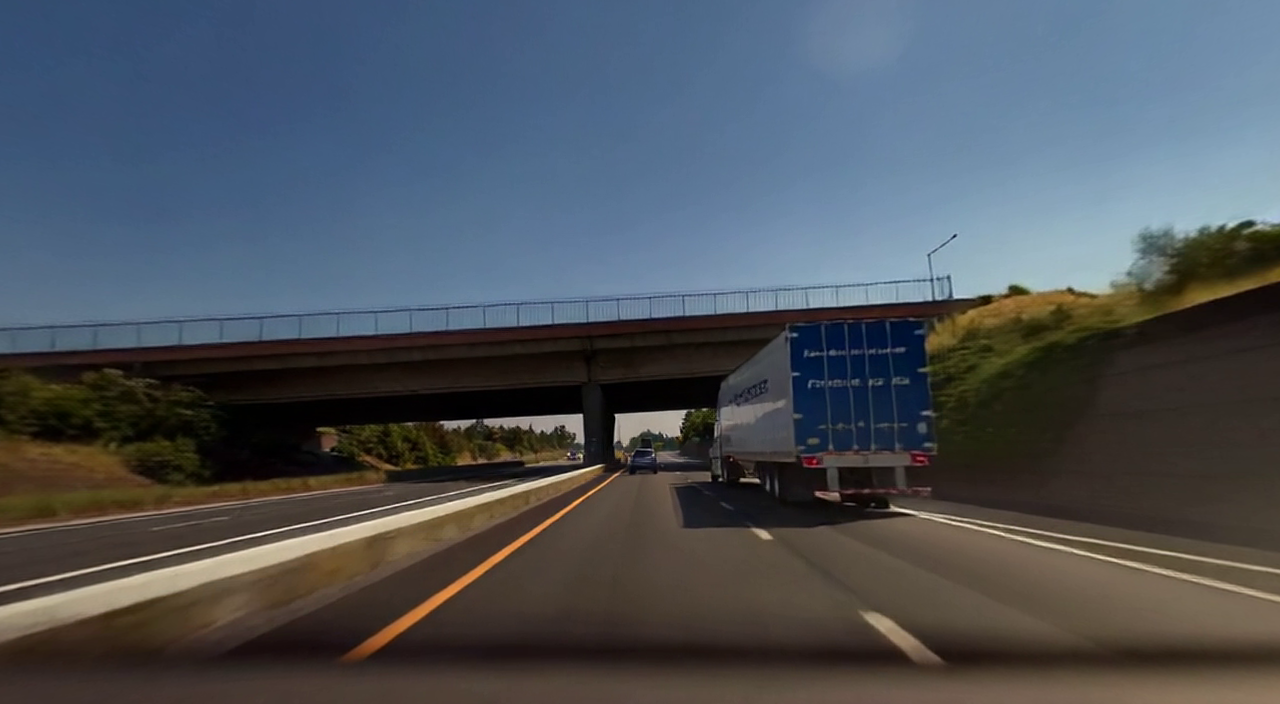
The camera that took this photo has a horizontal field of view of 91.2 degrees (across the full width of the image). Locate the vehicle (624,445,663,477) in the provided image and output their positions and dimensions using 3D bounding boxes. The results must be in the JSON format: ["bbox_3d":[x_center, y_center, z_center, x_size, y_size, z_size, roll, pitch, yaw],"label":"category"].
[{"bbox_3d":[0.242,6.364,36.845,2.160,1.691,4.243,-1,-9,1],"label":"vehicle"}]

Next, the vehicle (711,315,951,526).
[{"bbox_3d":[4.686,2.472,20.086,3.167,4.180,14.924,2,-9,1],"label":"vehicle"}]
